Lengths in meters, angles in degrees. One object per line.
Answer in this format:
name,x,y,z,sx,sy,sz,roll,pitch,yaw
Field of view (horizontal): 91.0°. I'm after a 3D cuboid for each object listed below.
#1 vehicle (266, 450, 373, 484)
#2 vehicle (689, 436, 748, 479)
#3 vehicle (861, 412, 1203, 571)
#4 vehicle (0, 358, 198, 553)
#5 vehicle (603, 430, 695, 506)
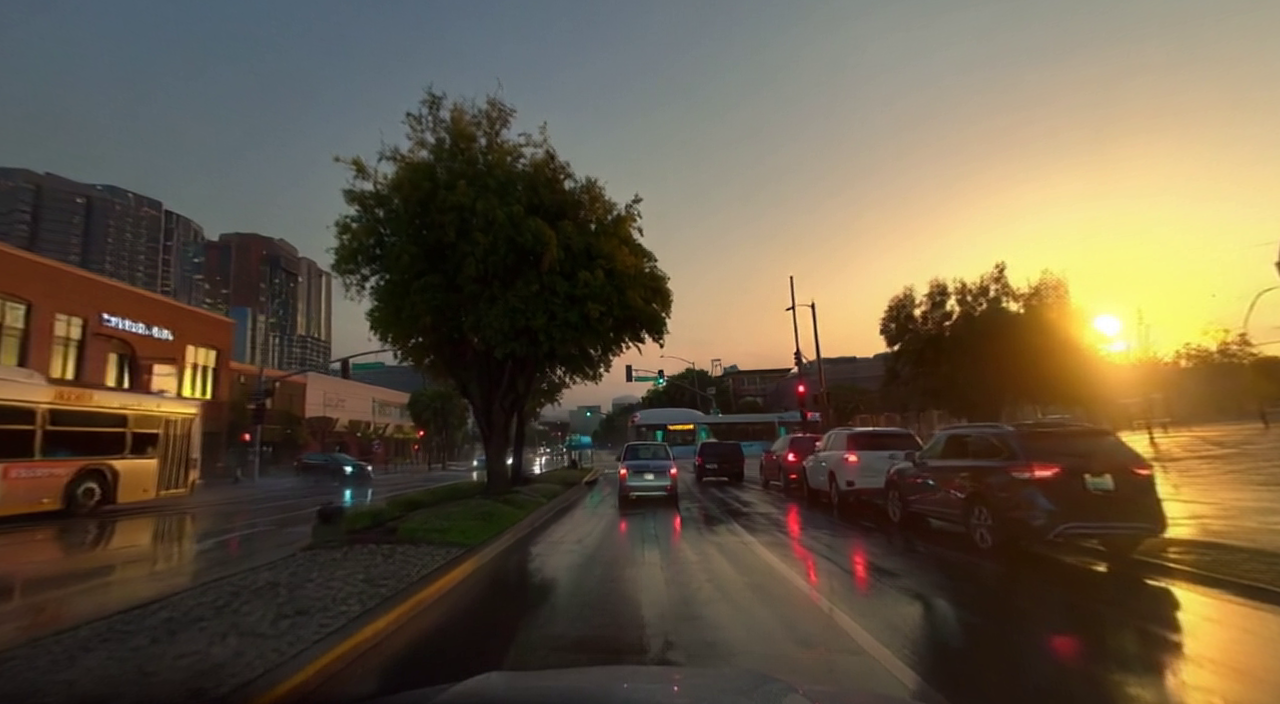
vehicle,-18.397,6.583,36.213,5.016,1.792,2.250,-1,-9,10
vehicle,3.303,4.506,27.190,2.222,1.688,3.952,0,-9,3
vehicle,4.963,1.824,8.958,2.014,1.681,4.332,0,-9,-1
vehicle,-12.875,1.570,9.429,3.356,3.365,12.460,0,-9,1
vehicle,0.175,3.020,16.806,2.089,1.699,4.650,0,-9,-1
